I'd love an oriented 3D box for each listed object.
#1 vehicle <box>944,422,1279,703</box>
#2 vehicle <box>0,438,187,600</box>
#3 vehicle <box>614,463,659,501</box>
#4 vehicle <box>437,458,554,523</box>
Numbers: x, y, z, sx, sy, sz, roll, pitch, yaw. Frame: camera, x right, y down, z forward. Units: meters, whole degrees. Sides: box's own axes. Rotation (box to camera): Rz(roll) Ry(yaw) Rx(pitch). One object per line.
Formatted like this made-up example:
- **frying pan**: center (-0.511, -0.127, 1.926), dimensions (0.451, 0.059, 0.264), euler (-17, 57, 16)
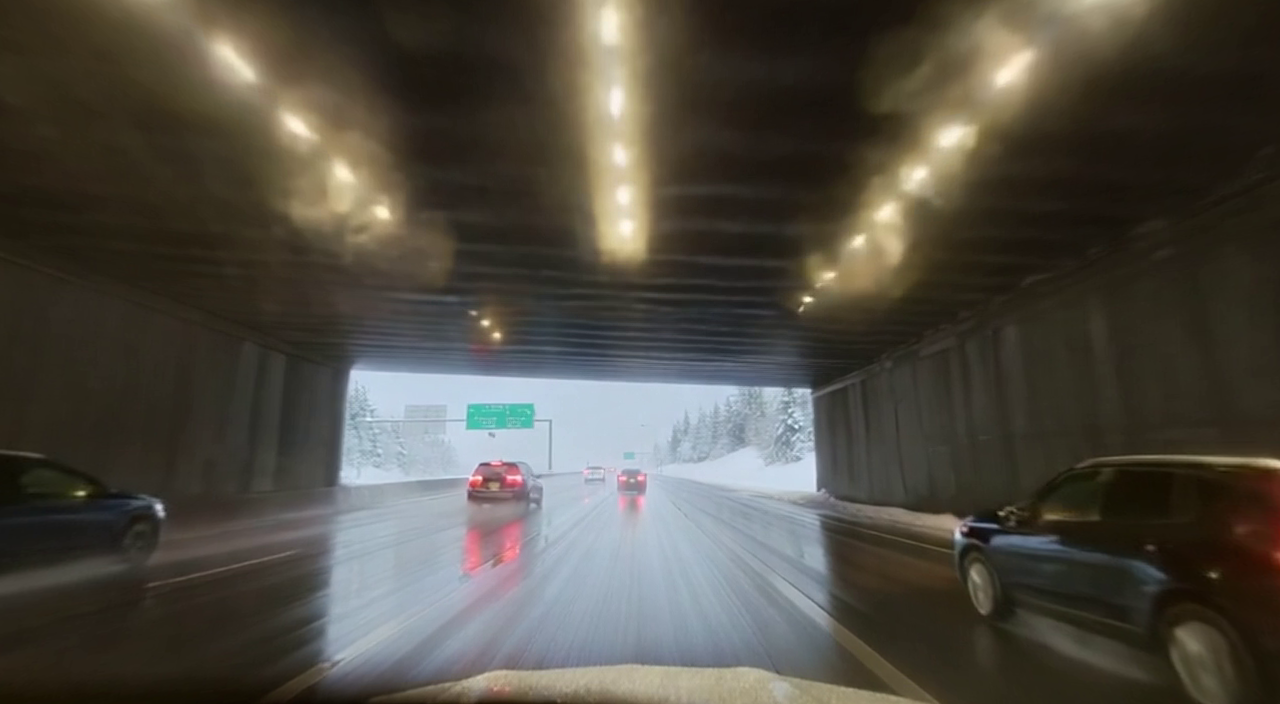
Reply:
- **vehicle**: center (3.860, 1.297, 3.790), dimensions (1.992, 1.557, 4.017), euler (1, -11, -1)
- **vehicle**: center (-7.258, 1.612, 6.133), dimensions (2.142, 1.545, 4.708), euler (1, -11, 0)
- **vehicle**: center (-0.178, 6.094, 29.735), dimensions (1.992, 1.601, 3.762), euler (1, -11, 0)
- **vehicle**: center (-3.836, 3.814, 17.678), dimensions (2.102, 1.521, 4.687), euler (1, -11, 1)
